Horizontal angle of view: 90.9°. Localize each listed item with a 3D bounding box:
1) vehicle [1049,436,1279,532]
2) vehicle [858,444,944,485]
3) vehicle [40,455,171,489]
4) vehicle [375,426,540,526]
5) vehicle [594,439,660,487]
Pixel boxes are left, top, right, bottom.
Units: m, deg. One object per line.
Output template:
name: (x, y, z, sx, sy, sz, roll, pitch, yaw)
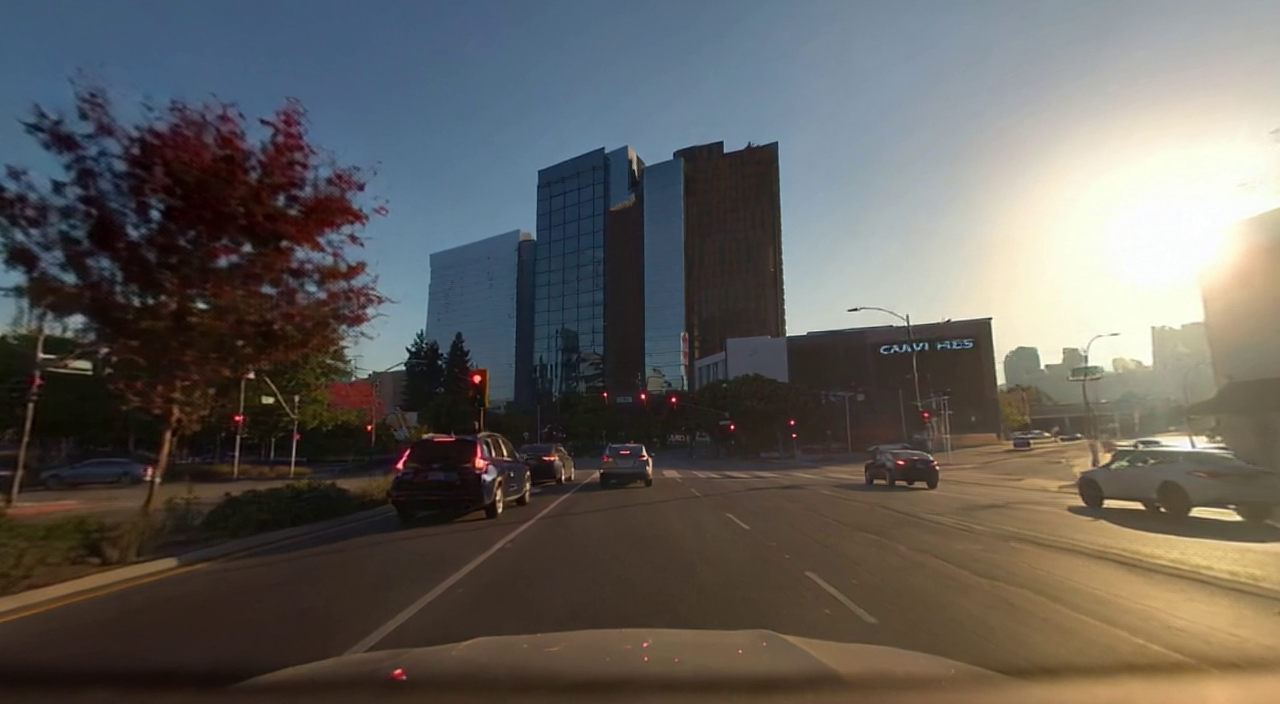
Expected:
vehicle: (10.251, 2.376, 12.030, 1.936, 1.474, 4.331, 0, -8, 0)
vehicle: (10.970, 4.720, 26.798, 1.935, 1.435, 4.141, 3, -8, 1)
vehicle: (-26.724, 5.981, 31.744, 4.687, 1.482, 1.914, 5, -10, -30)
vehicle: (-3.497, 2.465, 13.133, 2.057, 1.678, 4.639, 0, -8, 0)
vehicle: (-0.457, 3.801, 21.918, 2.059, 1.477, 3.988, 0, -8, -1)
